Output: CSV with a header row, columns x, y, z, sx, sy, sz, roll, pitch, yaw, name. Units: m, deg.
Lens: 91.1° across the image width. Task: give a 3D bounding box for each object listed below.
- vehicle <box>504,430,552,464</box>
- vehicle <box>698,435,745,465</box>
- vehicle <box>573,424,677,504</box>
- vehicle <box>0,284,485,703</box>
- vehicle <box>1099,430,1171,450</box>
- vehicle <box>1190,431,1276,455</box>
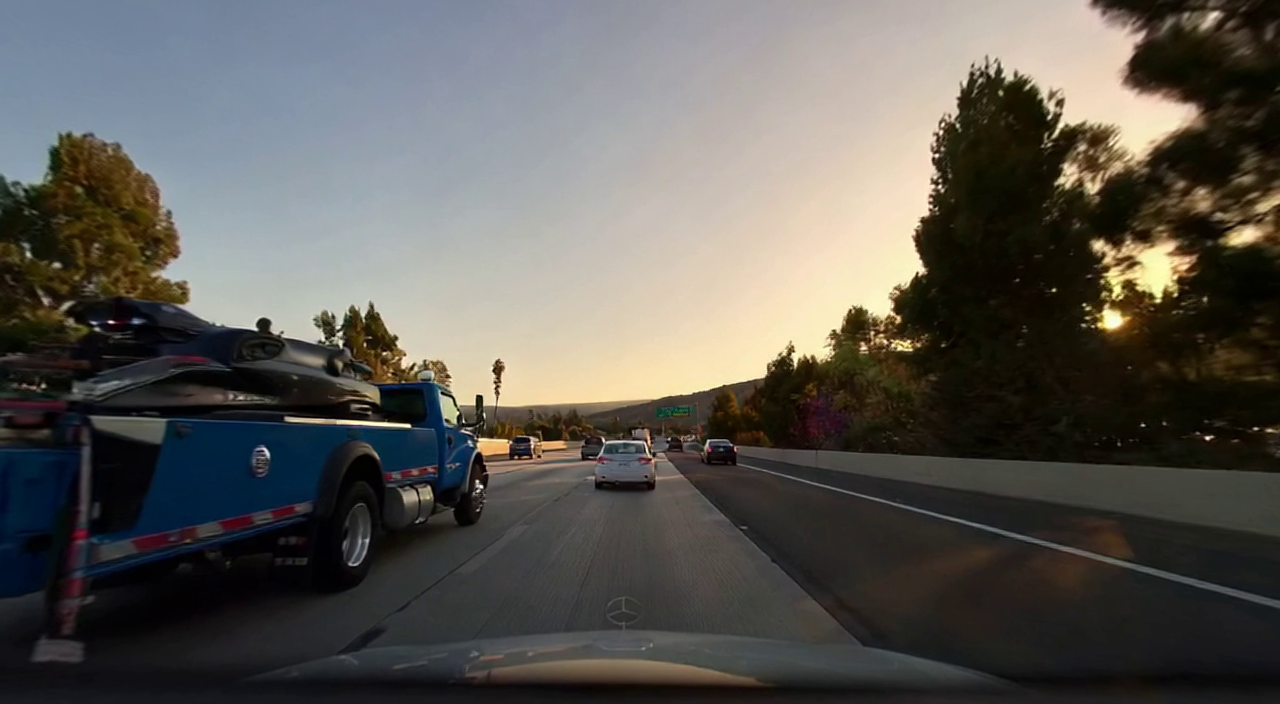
x,y,z,sx,sy,sz,roll,pitch,yaw,name
-6.786,5.830,38.516,2.036,1.958,4.378,0,-8,1,vehicle
4.654,5.680,36.510,2.079,1.656,4.506,0,-8,0,vehicle
-0.255,2.661,15.328,2.165,1.653,4.456,0,-8,1,vehicle
-3.463,1.101,5.978,2.526,2.146,5.594,0,-8,0,vehicle
37.599,6.701,47.718,3.931,1.459,1.792,0,-8,-1,vehicle
37.304,5.730,39.550,3.522,1.413,1.839,0,-8,0,vehicle
